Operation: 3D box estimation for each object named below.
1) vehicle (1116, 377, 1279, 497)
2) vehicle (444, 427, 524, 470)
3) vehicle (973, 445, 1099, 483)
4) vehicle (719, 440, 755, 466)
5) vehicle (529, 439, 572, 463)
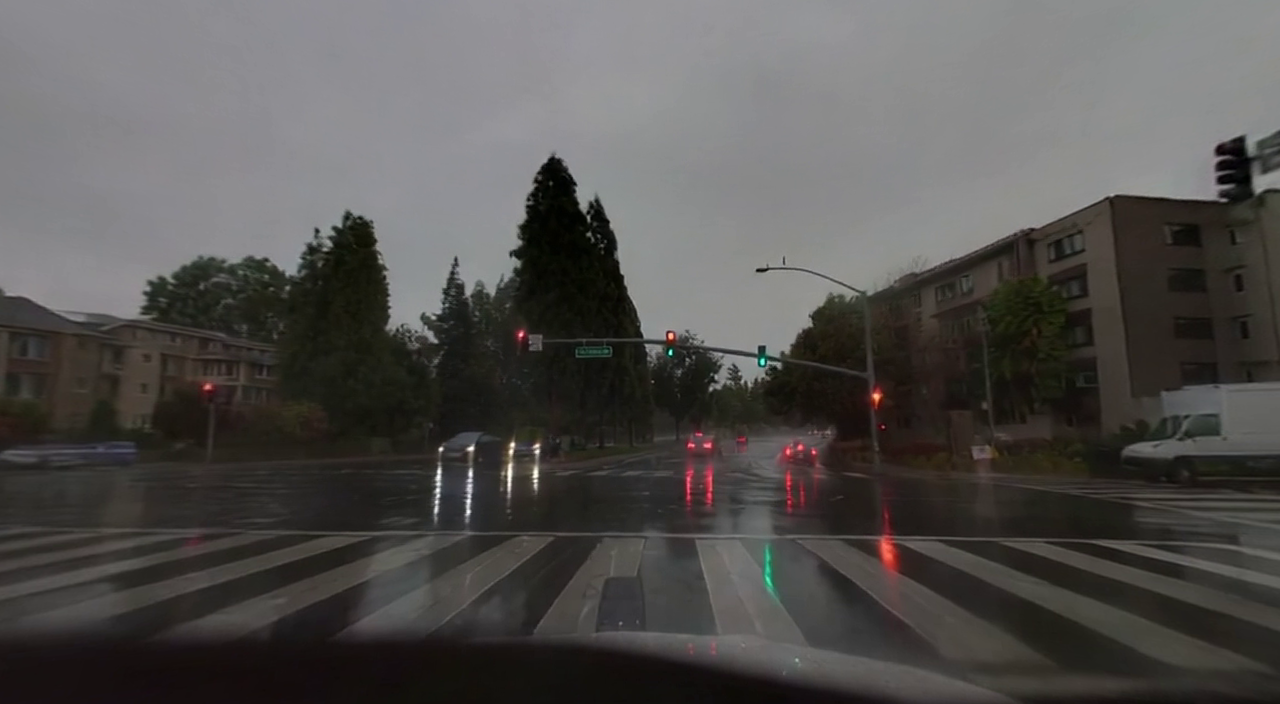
[{"bbox_3d":[22.613,2.626,19.587,12.701,3.428,3.061,-1,-9,3],"label":"vehicle"},{"bbox_3d":[-7.560,4.811,31.277,2.296,1.798,5.303,-4,-10,4],"label":"vehicle"},{"bbox_3d":[18.025,5.054,28.830,4.580,1.557,2.023,-7,-11,37],"label":"vehicle"},{"bbox_3d":[6.705,6.957,43.775,2.255,1.708,4.328,-1,-9,8],"label":"vehicle"},{"bbox_3d":[-6.351,7.035,45.135,1.907,1.488,4.326,-4,-8,7],"label":"vehicle"}]
